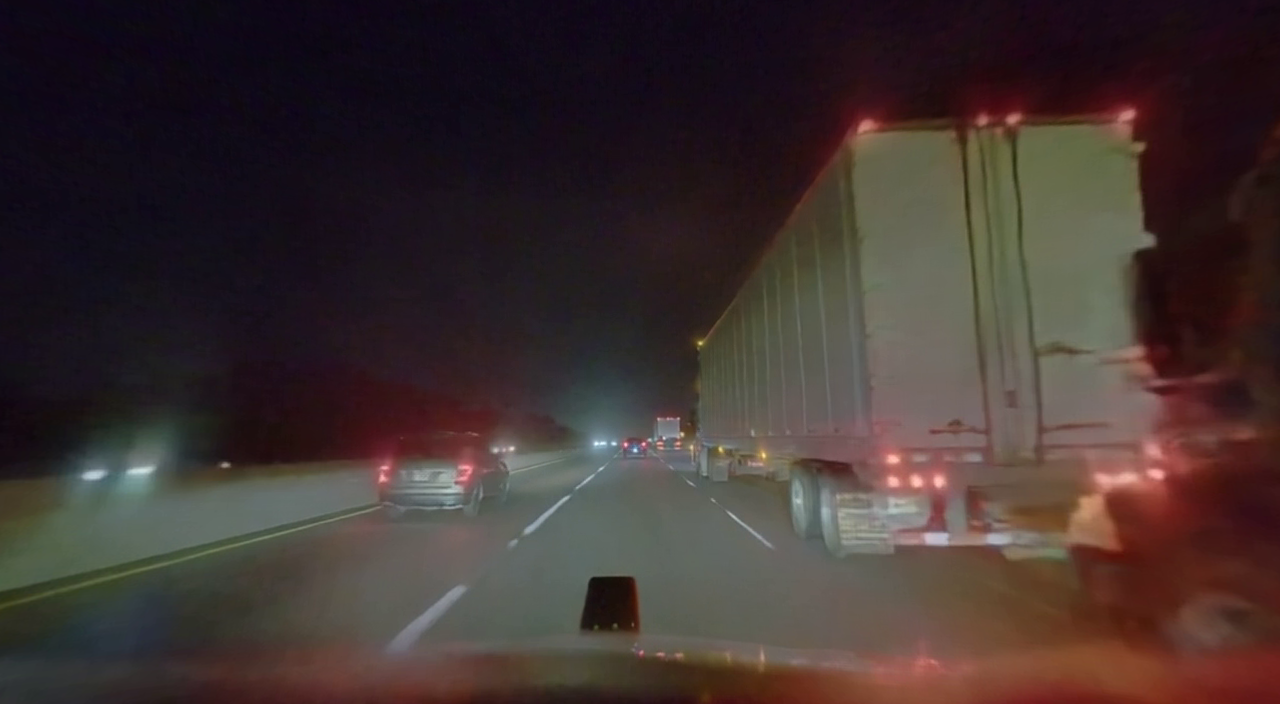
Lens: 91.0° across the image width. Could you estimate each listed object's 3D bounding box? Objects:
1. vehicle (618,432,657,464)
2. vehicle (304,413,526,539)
[{"bbox_3d":[-0.252,6.410,42.261,2.456,2.007,4.728,0,-8,-2],"label":"vehicle"},{"bbox_3d":[-3.599,2.077,11.218,2.326,1.761,4.450,-1,-8,0],"label":"vehicle"}]
